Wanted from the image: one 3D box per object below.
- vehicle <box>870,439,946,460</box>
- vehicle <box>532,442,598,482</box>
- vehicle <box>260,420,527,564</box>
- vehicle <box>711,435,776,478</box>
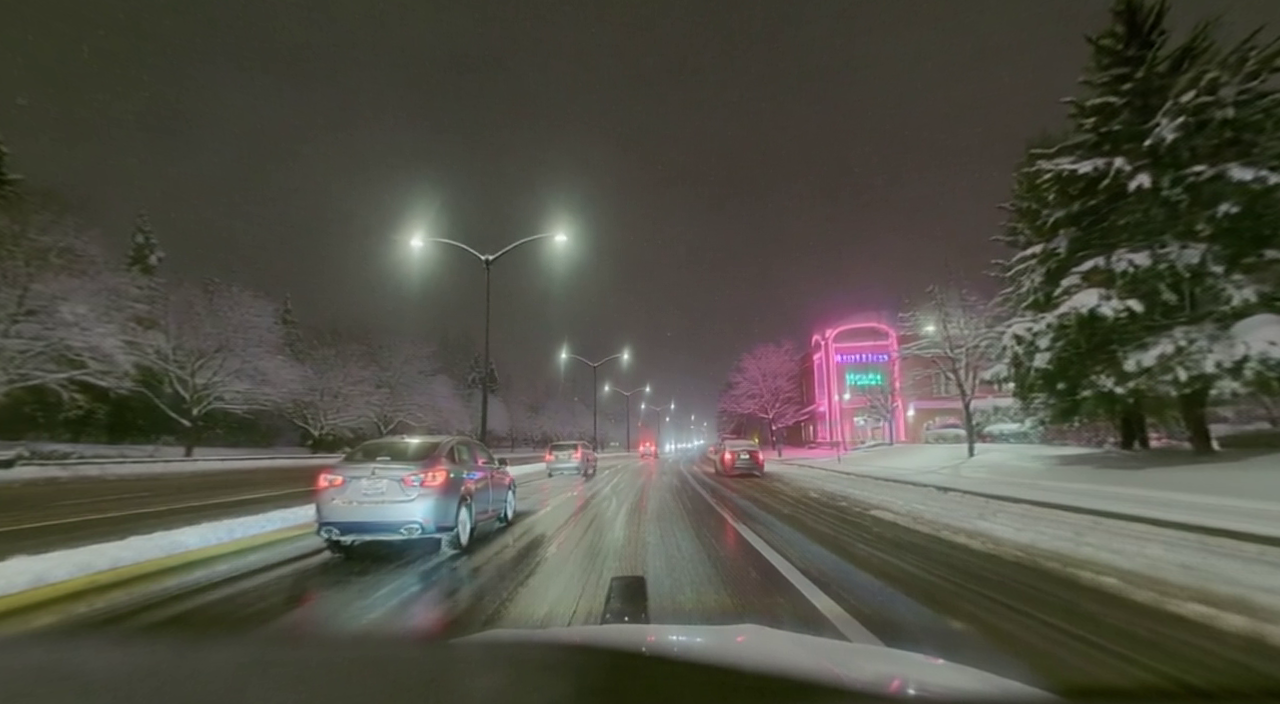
[{"bbox_3d":[19.508,7.131,46.002,4.502,1.454,2.129,0,-9,0],"label":"vehicle"},{"bbox_3d":[-2.898,4.348,25.269,1.980,1.454,4.226,-1,-8,2],"label":"vehicle"},{"bbox_3d":[-3.132,1.885,9.259,2.118,1.568,4.436,0,-8,0],"label":"vehicle"},{"bbox_3d":[4.432,4.555,27.645,2.103,1.699,4.171,0,-8,0],"label":"vehicle"}]
